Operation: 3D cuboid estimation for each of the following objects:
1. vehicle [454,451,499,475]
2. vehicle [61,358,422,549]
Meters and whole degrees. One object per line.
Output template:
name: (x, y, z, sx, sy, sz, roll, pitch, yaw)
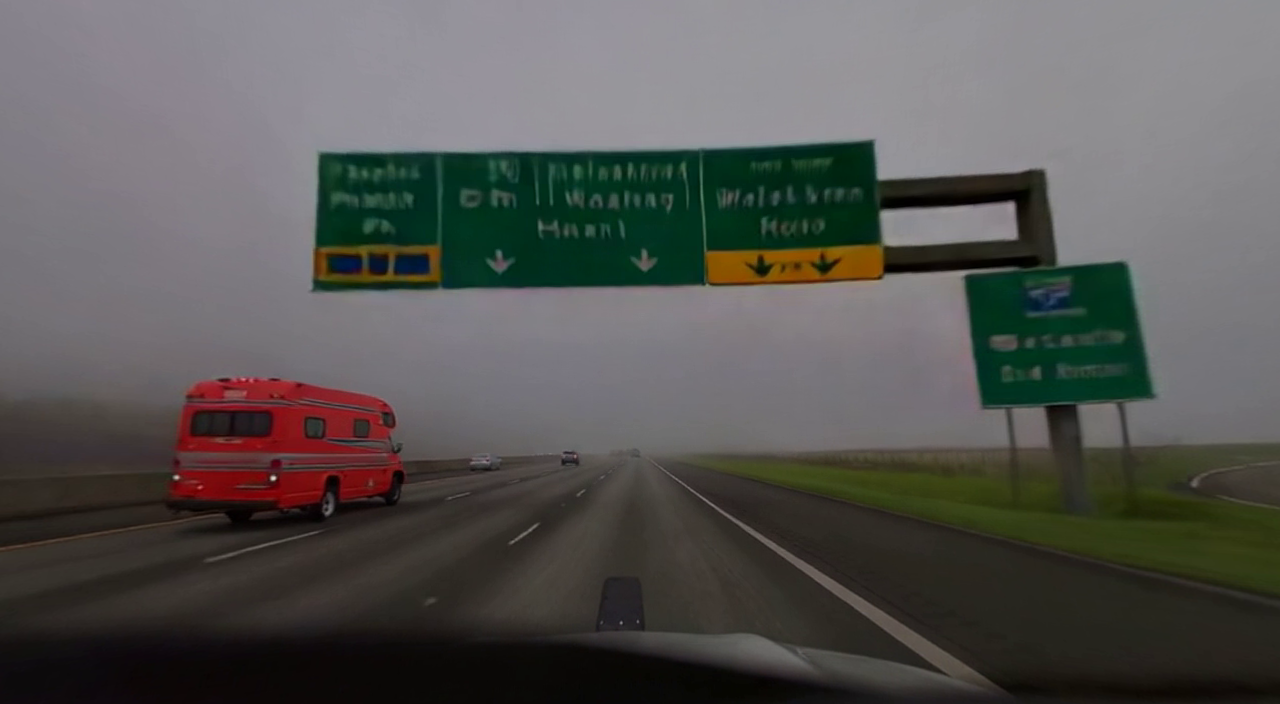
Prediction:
vehicle: (-11.402, 7.759, 44.255, 1.981, 1.503, 4.207, 0, -9, 0)
vehicle: (-7.410, 2.105, 13.471, 2.747, 2.934, 7.411, 0, -9, 1)
